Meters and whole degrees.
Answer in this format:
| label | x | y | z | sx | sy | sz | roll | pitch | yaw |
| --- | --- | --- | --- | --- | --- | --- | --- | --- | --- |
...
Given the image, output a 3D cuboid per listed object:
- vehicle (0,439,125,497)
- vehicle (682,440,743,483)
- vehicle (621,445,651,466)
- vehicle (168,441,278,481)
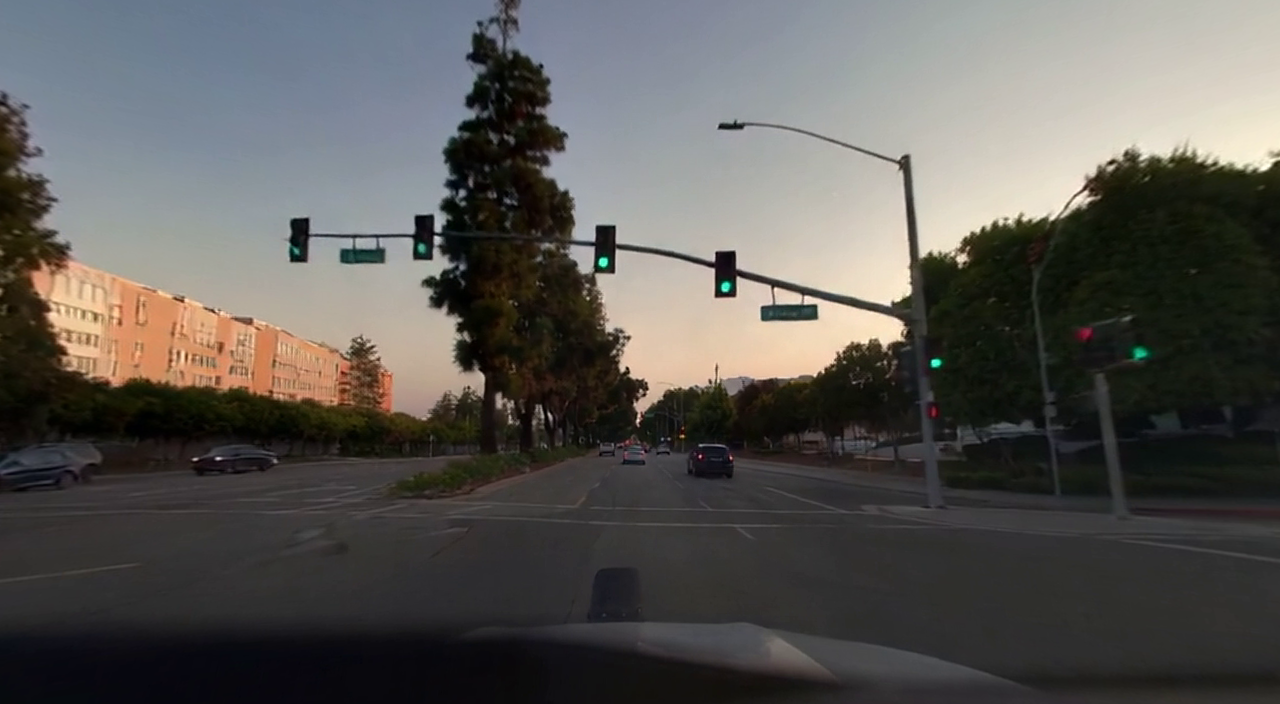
| label | x | y | z | sx | sy | sz | roll | pitch | yaw |
| --- | --- | --- | --- | --- | --- | --- | --- | --- | --- |
| vehicle | -22.901 | 4.277 | 23.473 | 2.598 | 1.924 | 5.802 | -1 | -9 | 0 |
| vehicle | 3.177 | 4.903 | 28.615 | 2.181 | 1.781 | 4.257 | 1 | -8 | -1 |
| vehicle | -0.308 | 7.459 | 45.742 | 2.039 | 1.455 | 3.826 | 1 | -8 | -1 |
| vehicle | -19.273 | 5.028 | 29.471 | 2.048 | 1.686 | 4.427 | 0 | -9 | 0 |
